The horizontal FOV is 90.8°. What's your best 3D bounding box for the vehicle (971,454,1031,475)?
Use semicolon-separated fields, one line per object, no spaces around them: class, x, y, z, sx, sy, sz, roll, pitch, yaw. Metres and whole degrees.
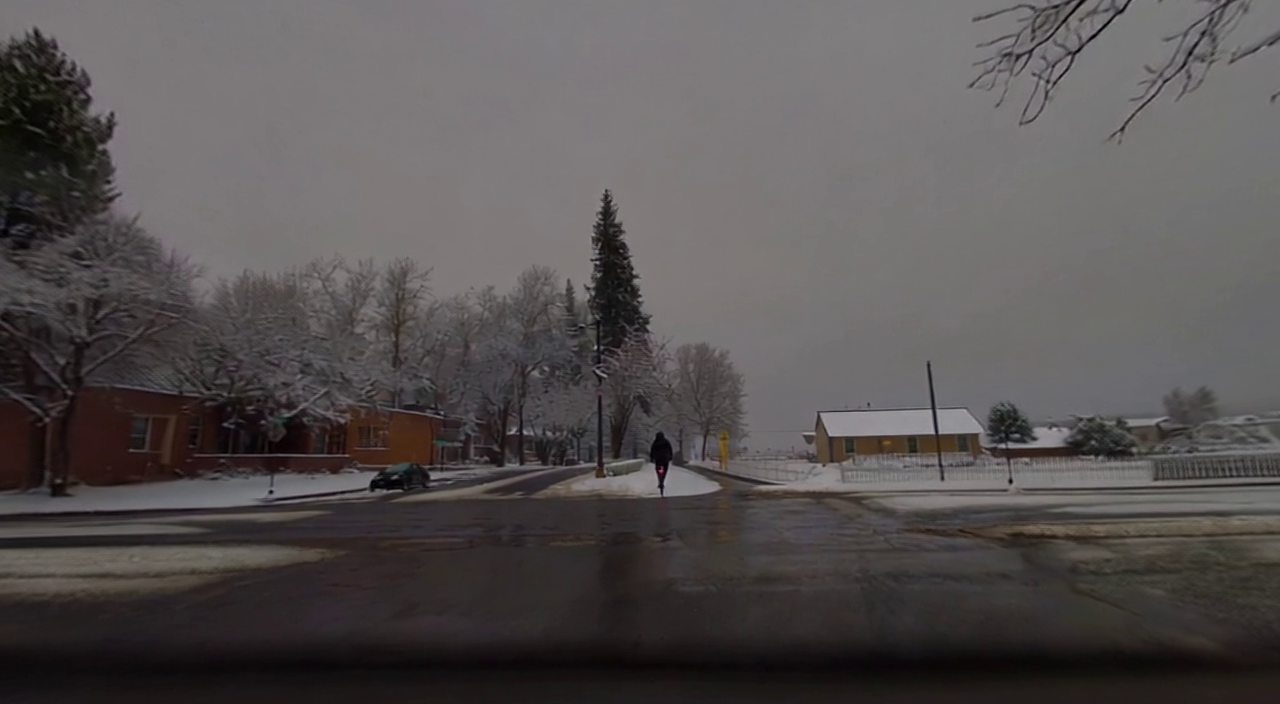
vehicle;27.719;8.616;48.544;3.794;1.403;1.636;0;-9;-15
